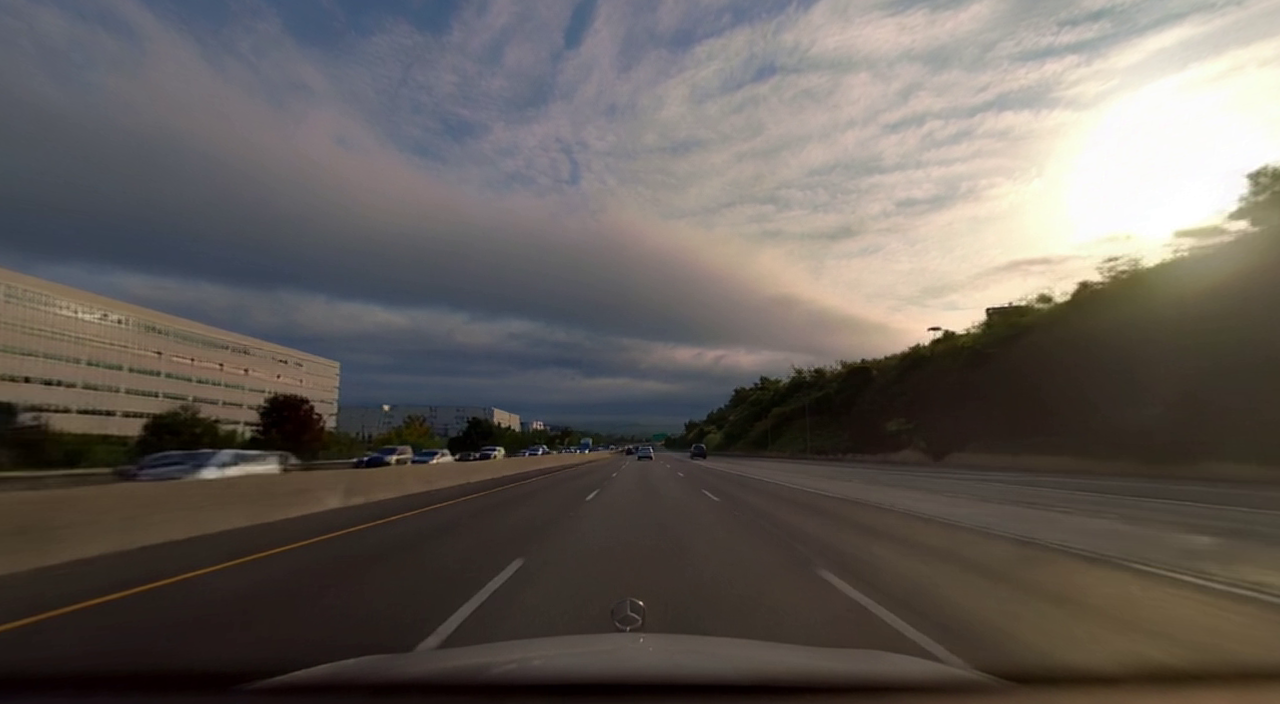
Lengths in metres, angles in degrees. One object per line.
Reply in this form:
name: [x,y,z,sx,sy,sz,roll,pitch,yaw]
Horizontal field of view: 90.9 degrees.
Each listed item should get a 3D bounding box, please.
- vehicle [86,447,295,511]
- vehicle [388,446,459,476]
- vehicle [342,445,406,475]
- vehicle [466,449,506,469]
vehicle: [-11.437,3.227,16.587,1.982,1.420,4.712,0,-9,1]
vehicle: [-11.531,5.851,33.954,2.025,1.474,4.804,0,-9,1]
vehicle: [-15.238,6.204,36.357,1.841,1.586,4.041,0,-9,1]
vehicle: [-11.436,7.994,47.054,1.893,1.419,3.812,-1,-9,2]
